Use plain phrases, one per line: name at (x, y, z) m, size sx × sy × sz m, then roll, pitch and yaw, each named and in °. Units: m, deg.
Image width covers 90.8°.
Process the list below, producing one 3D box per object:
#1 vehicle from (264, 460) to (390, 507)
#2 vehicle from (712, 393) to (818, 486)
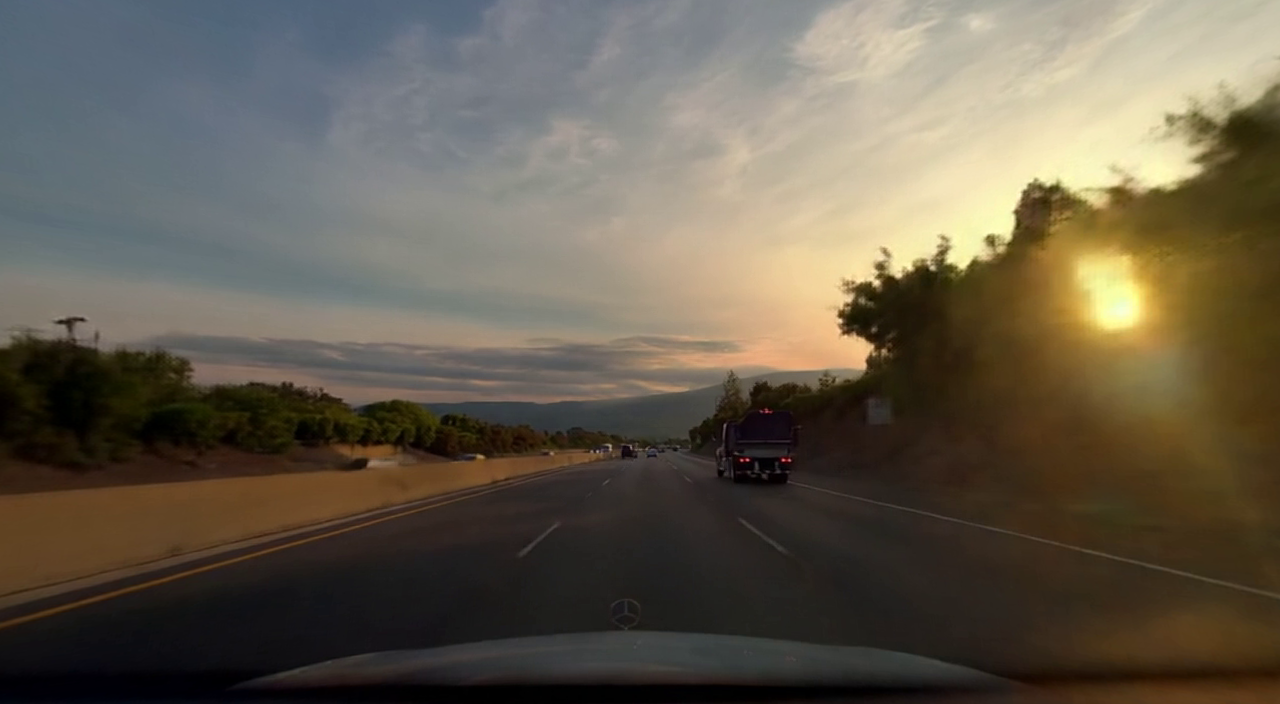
vehicle at (-10.952, 4.619, 22.521) m, size 2.064 × 1.417 × 4.622 m, roll 0°, pitch -9°, yaw 1°
vehicle at (4.940, 3.785, 26.768) m, size 2.771 × 3.313 × 8.121 m, roll 0°, pitch -9°, yaw 0°
